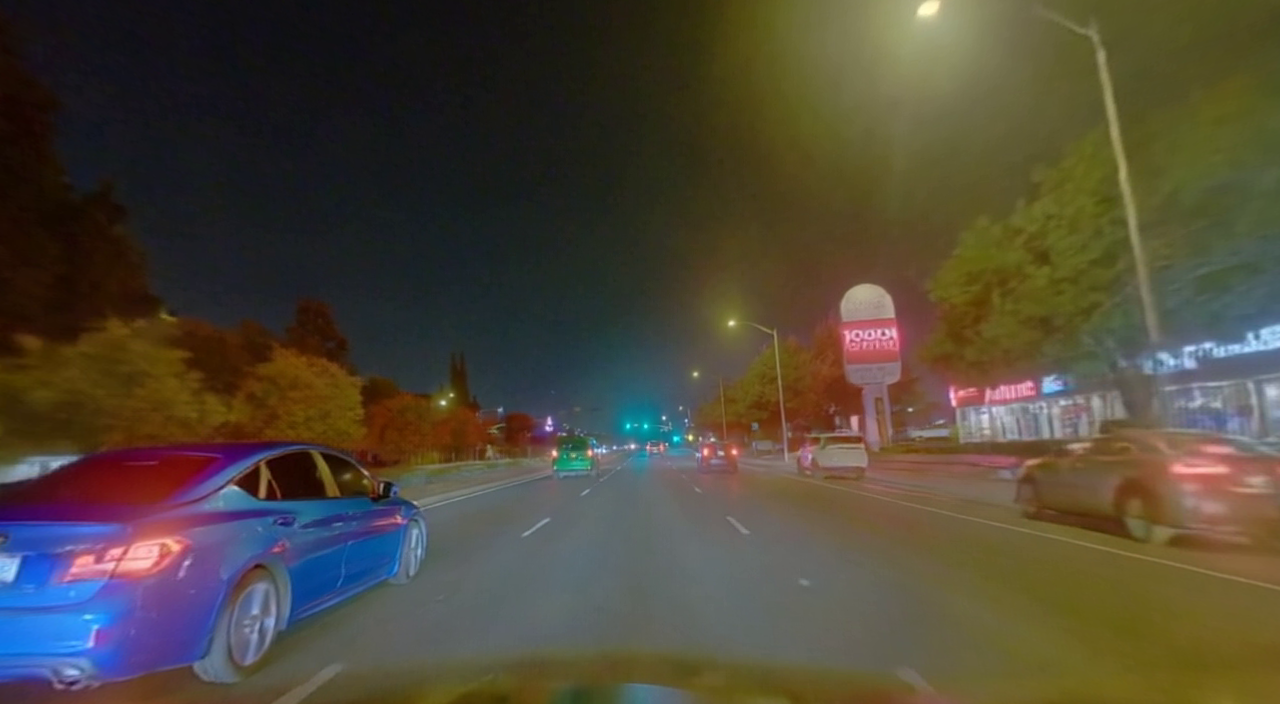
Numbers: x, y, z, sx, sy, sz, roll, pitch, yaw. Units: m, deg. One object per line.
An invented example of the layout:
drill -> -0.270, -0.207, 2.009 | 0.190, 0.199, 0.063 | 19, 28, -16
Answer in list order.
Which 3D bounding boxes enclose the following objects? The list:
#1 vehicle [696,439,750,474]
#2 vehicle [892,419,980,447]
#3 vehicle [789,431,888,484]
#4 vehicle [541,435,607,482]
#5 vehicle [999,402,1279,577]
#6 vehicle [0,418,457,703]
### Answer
vehicle -> 3.812, 4.853, 29.551 | 1.904, 1.490, 4.299 | 0, -8, 0
vehicle -> 21.318, 5.865, 45.568 | 5.166, 1.870, 2.317 | 0, -10, -3
vehicle -> 7.440, 4.012, 24.274 | 2.198, 1.788, 4.941 | 0, -8, 0
vehicle -> -2.673, 4.437, 26.605 | 2.193, 1.788, 4.603 | -1, -8, 1
vehicle -> 7.250, 1.666, 8.470 | 2.089, 1.678, 4.725 | 0, -8, 1
vehicle -> -3.193, 1.363, 4.971 | 1.956, 1.460, 4.802 | -1, -8, 1
